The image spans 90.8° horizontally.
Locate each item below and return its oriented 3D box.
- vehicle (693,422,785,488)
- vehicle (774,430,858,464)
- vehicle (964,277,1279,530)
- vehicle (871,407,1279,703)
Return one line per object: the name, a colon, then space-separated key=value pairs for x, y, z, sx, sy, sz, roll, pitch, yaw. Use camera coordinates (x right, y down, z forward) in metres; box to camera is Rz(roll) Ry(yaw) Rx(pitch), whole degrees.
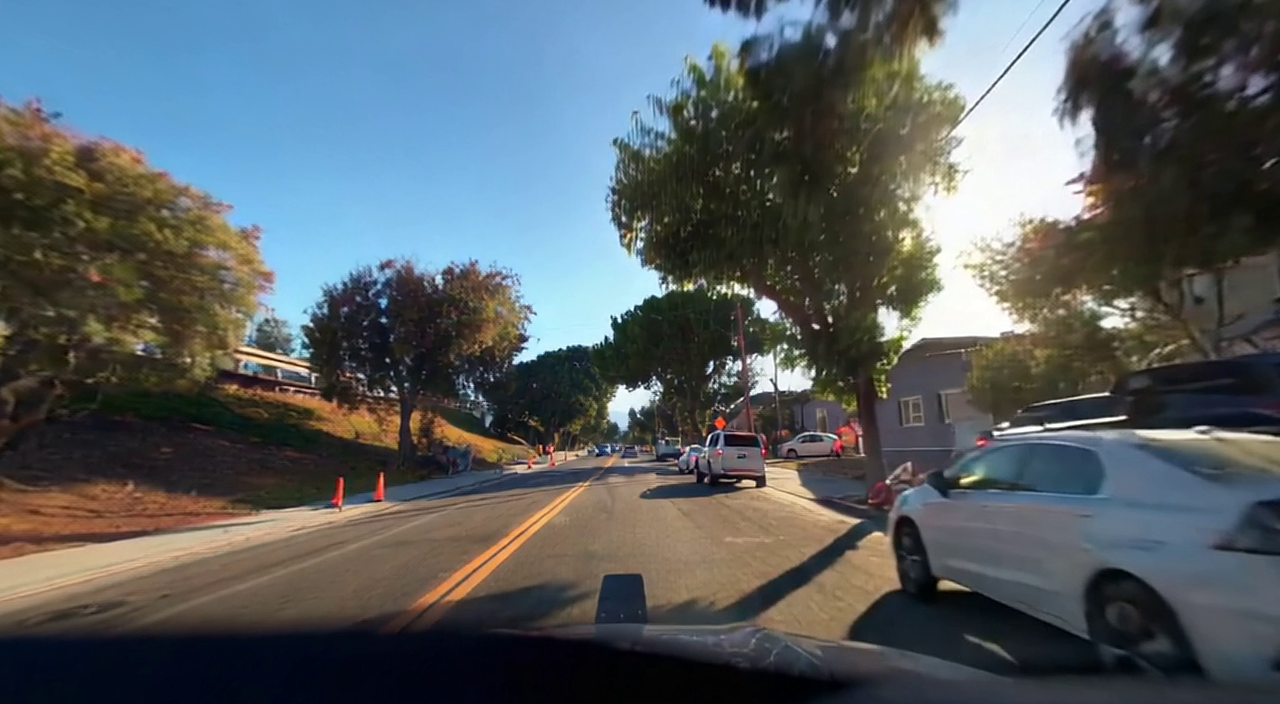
vehicle: x=3.156 y=3.477 z=21.424 sx=2.293 sy=1.957 sz=4.934 roll=0 pitch=-9 yaw=0
vehicle: x=11.036 y=5.994 z=39.914 sx=4.633 sy=2.059 sz=2.050 roll=0 pitch=-9 yaw=2
vehicle: x=10.004 y=0.852 z=9.835 sx=8.030 sy=3.331 sz=3.152 roll=0 pitch=-8 yaw=2
vehicle: x=3.318 y=1.154 z=3.719 sx=1.959 sy=1.459 sz=4.860 roll=0 pitch=-9 yaw=-2
